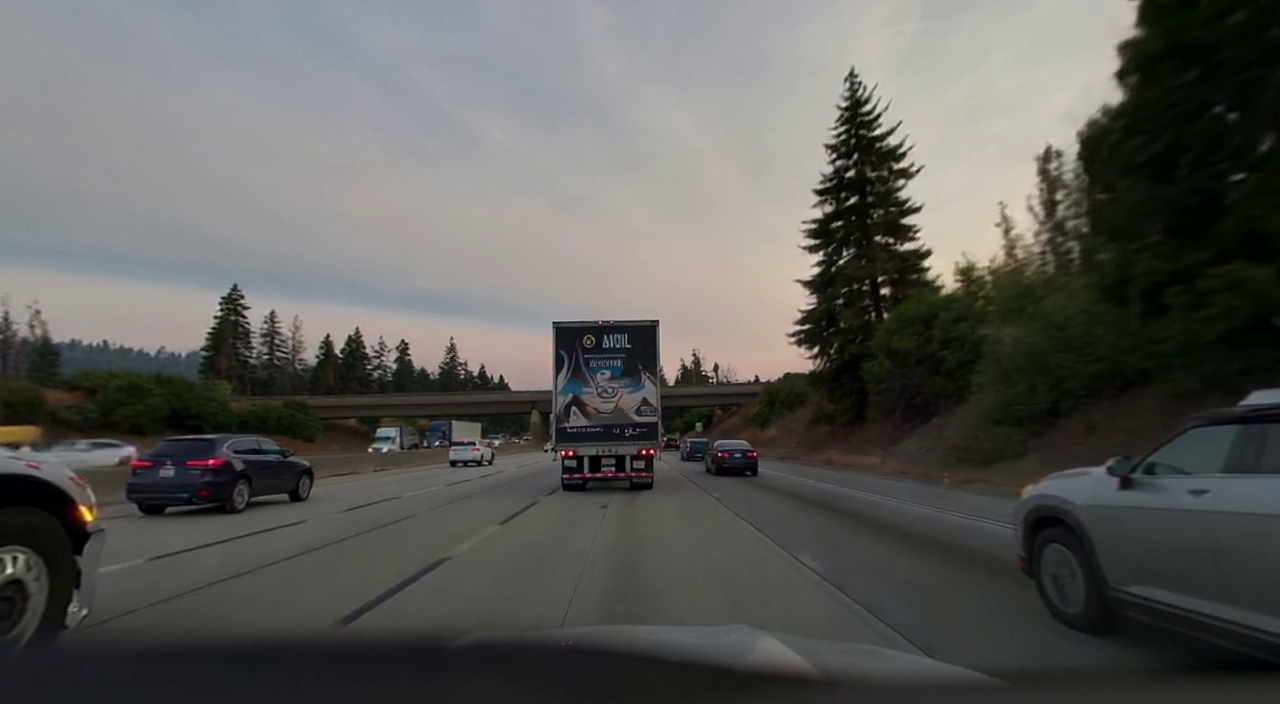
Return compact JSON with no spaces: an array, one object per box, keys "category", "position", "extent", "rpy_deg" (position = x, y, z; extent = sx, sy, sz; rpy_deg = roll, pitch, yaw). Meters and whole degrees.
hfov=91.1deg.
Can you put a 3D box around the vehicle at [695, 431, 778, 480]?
[{"category":"vehicle","position":[3.269,3.596,22.311],"extent":[2.003,1.519,4.580],"rpy_deg":[0,-8,-3]}]

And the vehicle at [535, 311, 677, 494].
[{"category":"vehicle","position":[-1.000,1.688,17.998],"extent":[2.911,3.787,9.905],"rpy_deg":[0,-8,-4]}]

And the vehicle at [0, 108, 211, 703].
[{"category":"vehicle","position":[-3.763,0.148,0.714],"extent":[2.660,2.637,5.634],"rpy_deg":[0,-8,-2]}]

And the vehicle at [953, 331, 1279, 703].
[{"category":"vehicle","position":[3.629,0.773,2.754],"extent":[2.118,1.647,4.400],"rpy_deg":[0,-8,-2]}]

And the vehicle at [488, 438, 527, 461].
[{"category":"vehicle","position":[-8.888,6.554,42.476],"extent":[1.845,1.488,3.656],"rpy_deg":[0,-8,0]}]

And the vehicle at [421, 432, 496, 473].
[{"category":"vehicle","position":[-8.076,4.483,28.380],"extent":[2.057,1.698,4.550],"rpy_deg":[0,-8,-1]}]
